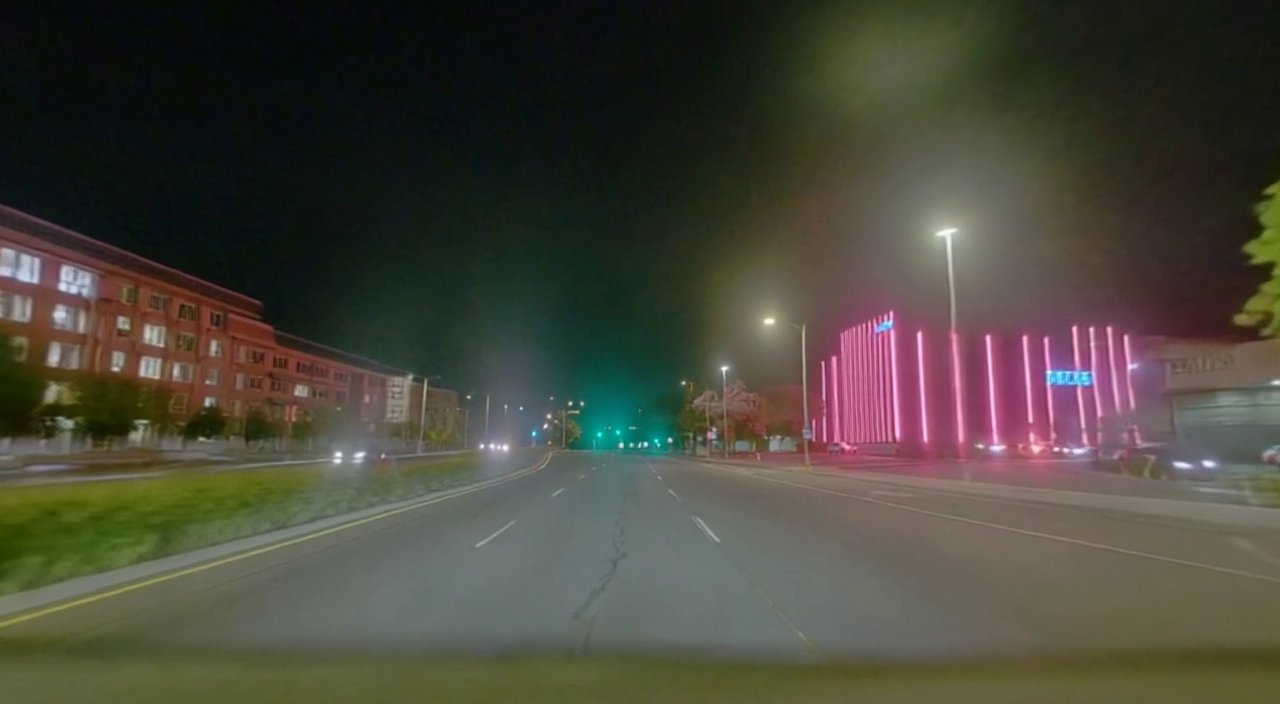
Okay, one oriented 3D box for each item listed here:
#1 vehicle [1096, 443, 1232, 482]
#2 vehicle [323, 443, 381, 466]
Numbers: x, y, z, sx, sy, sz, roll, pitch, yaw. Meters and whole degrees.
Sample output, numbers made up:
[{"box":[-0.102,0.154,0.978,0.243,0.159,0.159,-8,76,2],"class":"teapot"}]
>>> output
[{"box":[19.494,4.113,23.556,3.492,1.379,1.734,0,-9,-2],"class":"vehicle"},{"box":[-19.224,6.850,42.339,1.859,1.443,4.466,0,-8,-1],"class":"vehicle"}]
